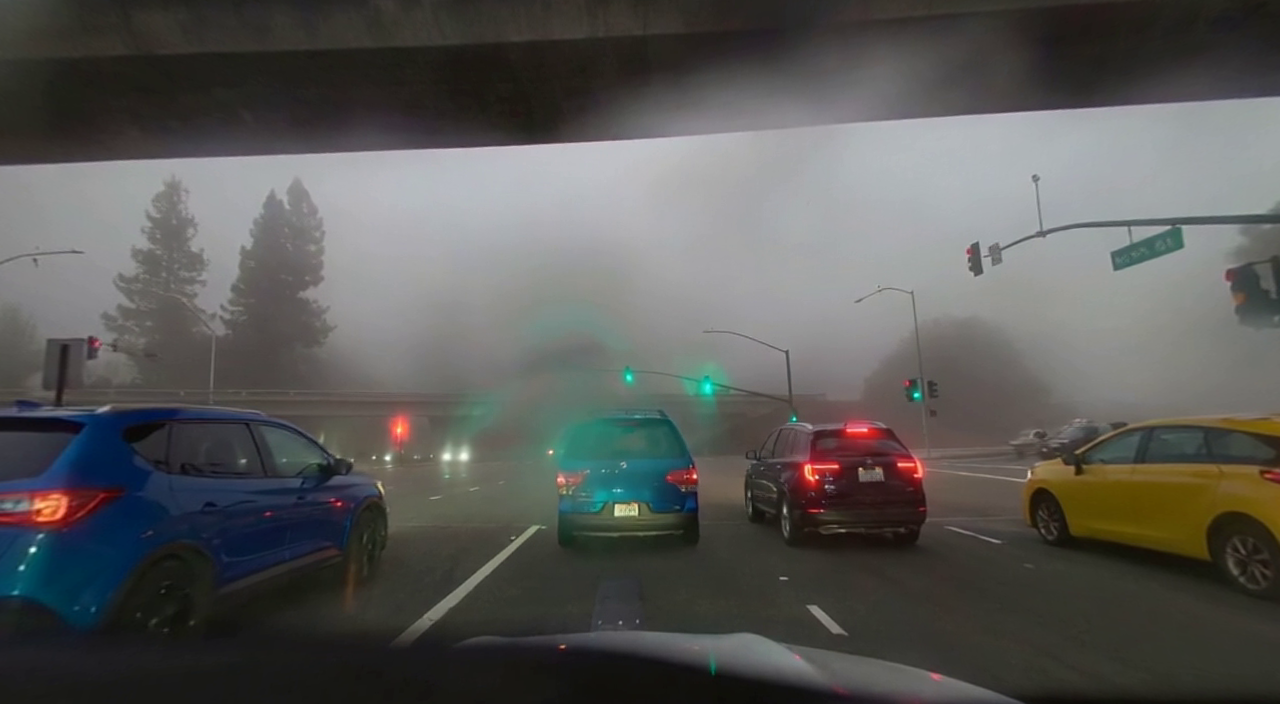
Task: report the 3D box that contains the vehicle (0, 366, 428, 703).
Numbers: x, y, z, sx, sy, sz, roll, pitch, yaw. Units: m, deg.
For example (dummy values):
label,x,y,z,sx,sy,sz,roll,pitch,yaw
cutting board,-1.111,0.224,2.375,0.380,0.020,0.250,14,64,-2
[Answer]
label,x,y,z,sx,sy,sz,roll,pitch,yaw
vehicle,-3.736,1.297,5.627,2.060,1.768,4.681,0,-8,0

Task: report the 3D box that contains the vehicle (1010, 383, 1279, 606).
label,x,y,z,sx,sy,sz,roll,pitch,yaw
vehicle,6.230,1.374,6.618,2.074,1.785,4.320,0,-8,0

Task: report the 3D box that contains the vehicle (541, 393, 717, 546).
label,x,y,z,sx,sy,sz,roll,pitch,yaw
vehicle,-0.225,1.912,10.874,2.342,2.026,4.642,0,-8,-2
